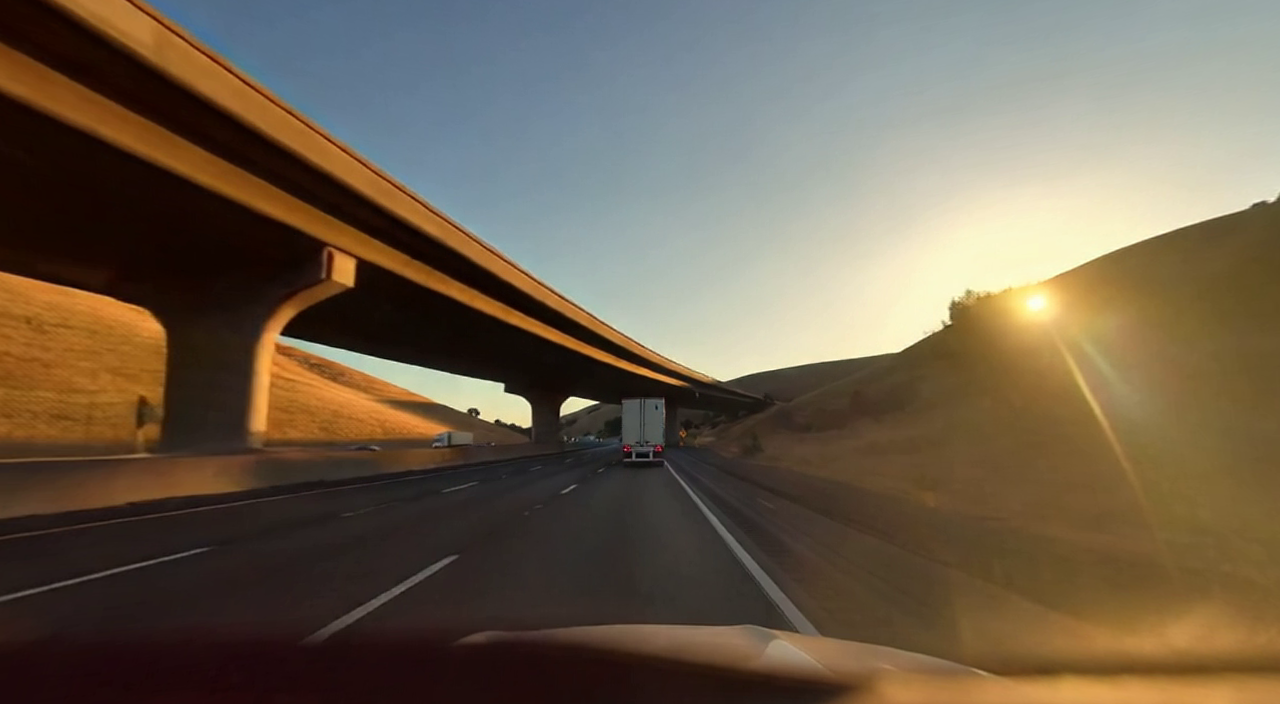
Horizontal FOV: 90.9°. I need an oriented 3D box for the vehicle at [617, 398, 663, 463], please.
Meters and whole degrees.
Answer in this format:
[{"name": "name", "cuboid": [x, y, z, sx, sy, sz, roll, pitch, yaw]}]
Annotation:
[{"name": "vehicle", "cuboid": [-0.016, 5.683, 44.811, 2.866, 4.014, 11.261, 0, -8, 0]}]
